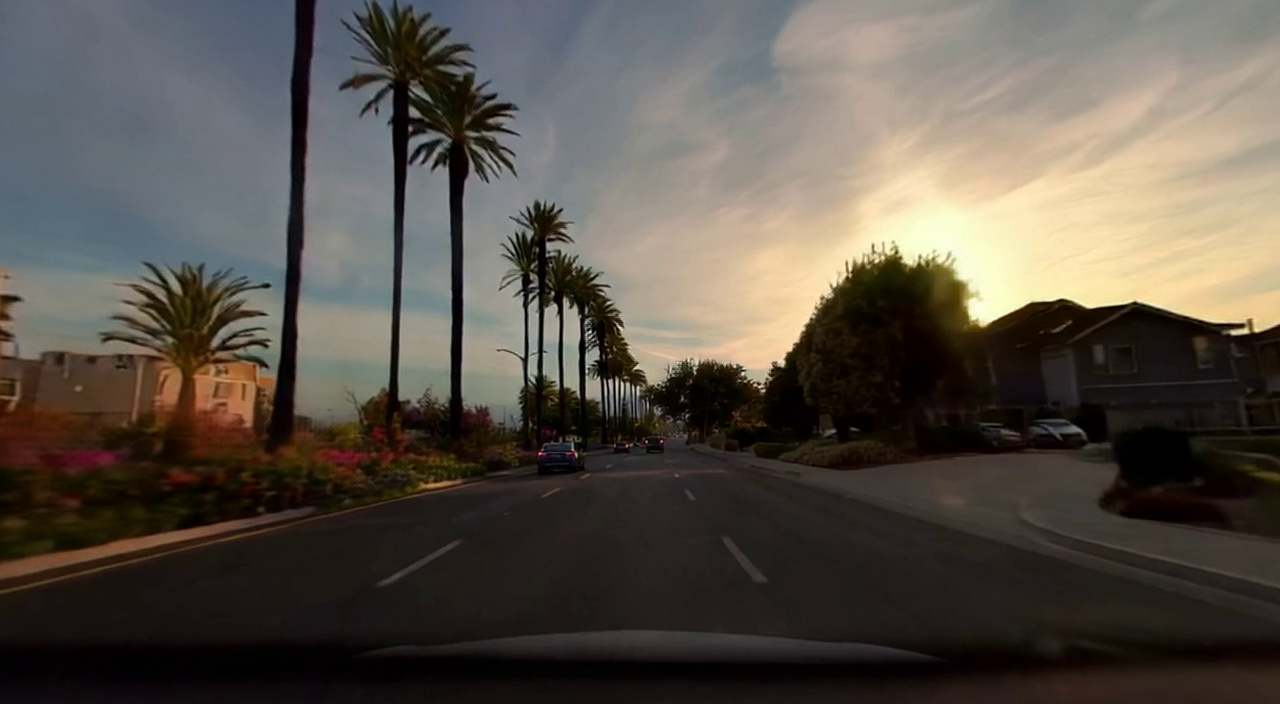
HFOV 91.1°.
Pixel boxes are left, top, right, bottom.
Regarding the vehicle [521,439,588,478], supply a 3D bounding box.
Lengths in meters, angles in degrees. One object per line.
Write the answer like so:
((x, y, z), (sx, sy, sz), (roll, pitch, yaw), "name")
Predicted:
((-3.473, 4.415, 26.402), (2.036, 1.478, 4.508), (0, -8, 2), "vehicle")

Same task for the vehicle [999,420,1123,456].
((19.799, 4.062, 29.695), (4.364, 1.609, 1.917), (-1, -8, 8), "vehicle")
